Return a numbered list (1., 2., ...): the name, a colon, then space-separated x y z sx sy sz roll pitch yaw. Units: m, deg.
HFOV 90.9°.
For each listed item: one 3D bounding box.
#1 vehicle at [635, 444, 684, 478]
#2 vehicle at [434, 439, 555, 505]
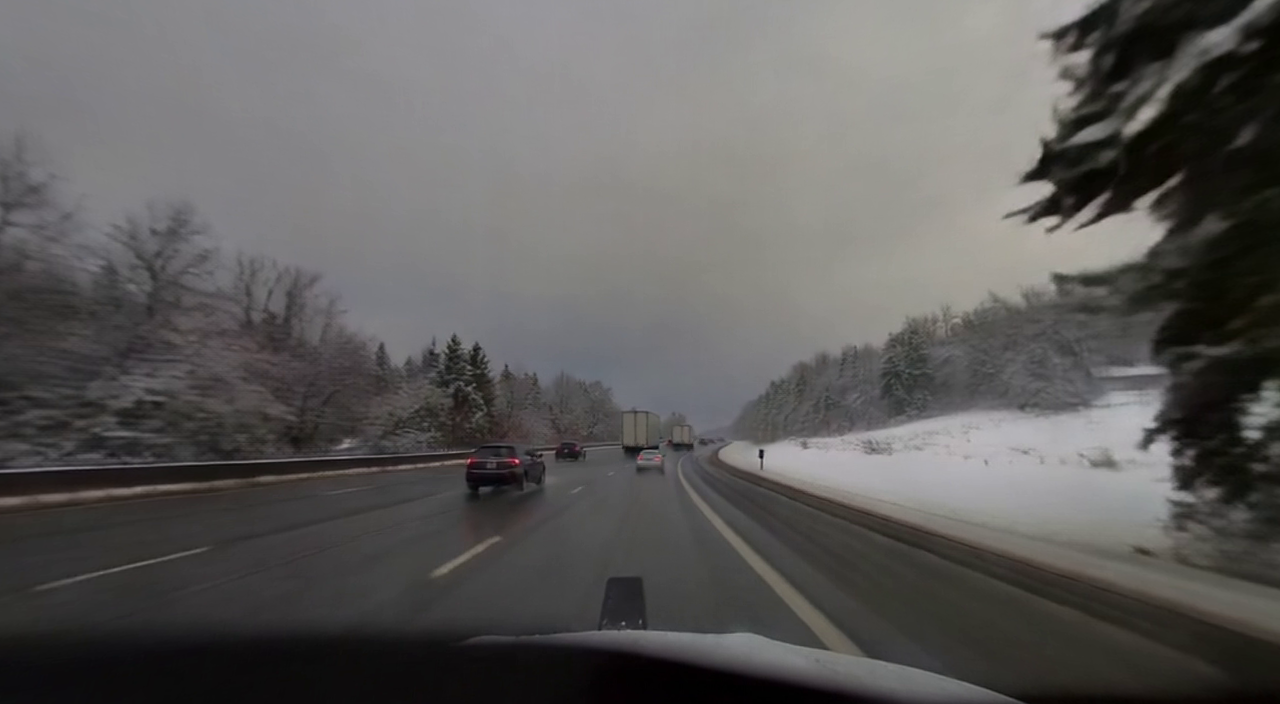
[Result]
1. vehicle: 0.852 4.742 27.599 1.984 1.365 3.767 0 -9 2
2. vehicle: -3.612 3.065 16.631 1.916 1.486 4.631 0 -9 2
